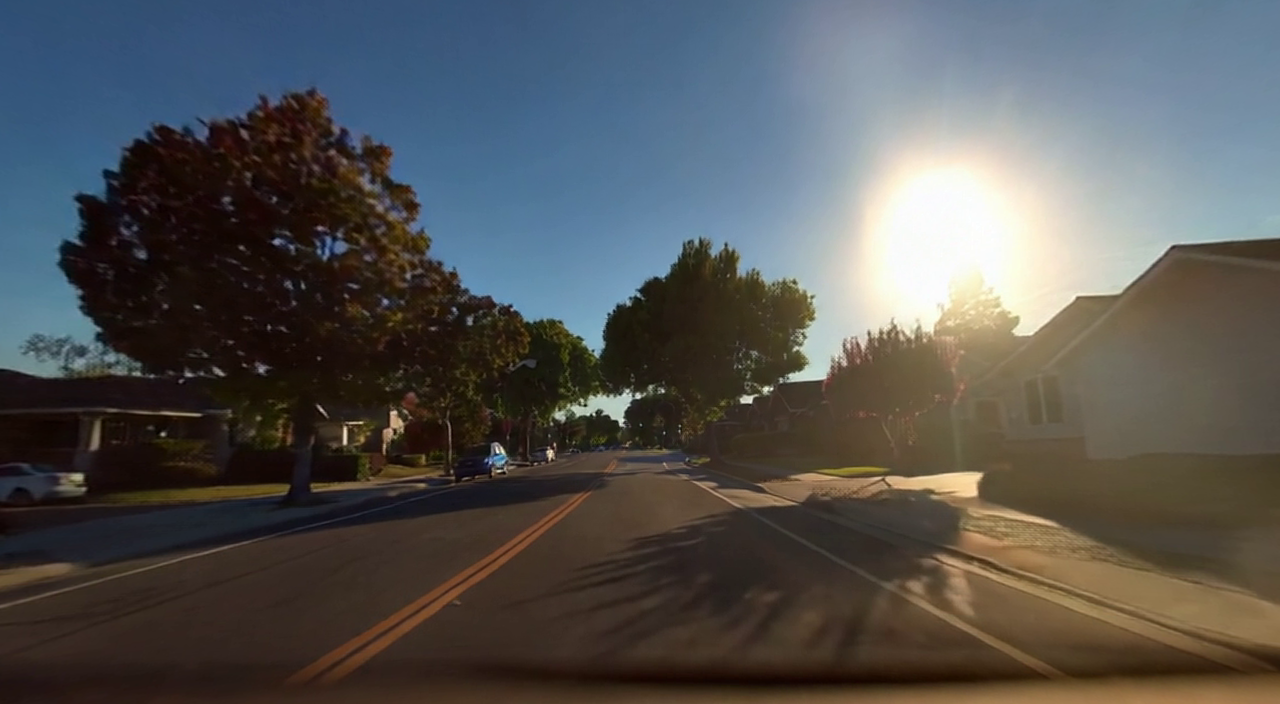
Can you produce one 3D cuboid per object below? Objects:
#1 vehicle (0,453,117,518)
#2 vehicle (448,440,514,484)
[{"bbox_3d":[-19.192,4.172,19.831,1.961,1.772,4.253,-4,-8,0],"label":"vehicle"},{"bbox_3d":[-7.632,5.296,30.751,2.209,1.807,4.432,-4,-8,-3],"label":"vehicle"}]
